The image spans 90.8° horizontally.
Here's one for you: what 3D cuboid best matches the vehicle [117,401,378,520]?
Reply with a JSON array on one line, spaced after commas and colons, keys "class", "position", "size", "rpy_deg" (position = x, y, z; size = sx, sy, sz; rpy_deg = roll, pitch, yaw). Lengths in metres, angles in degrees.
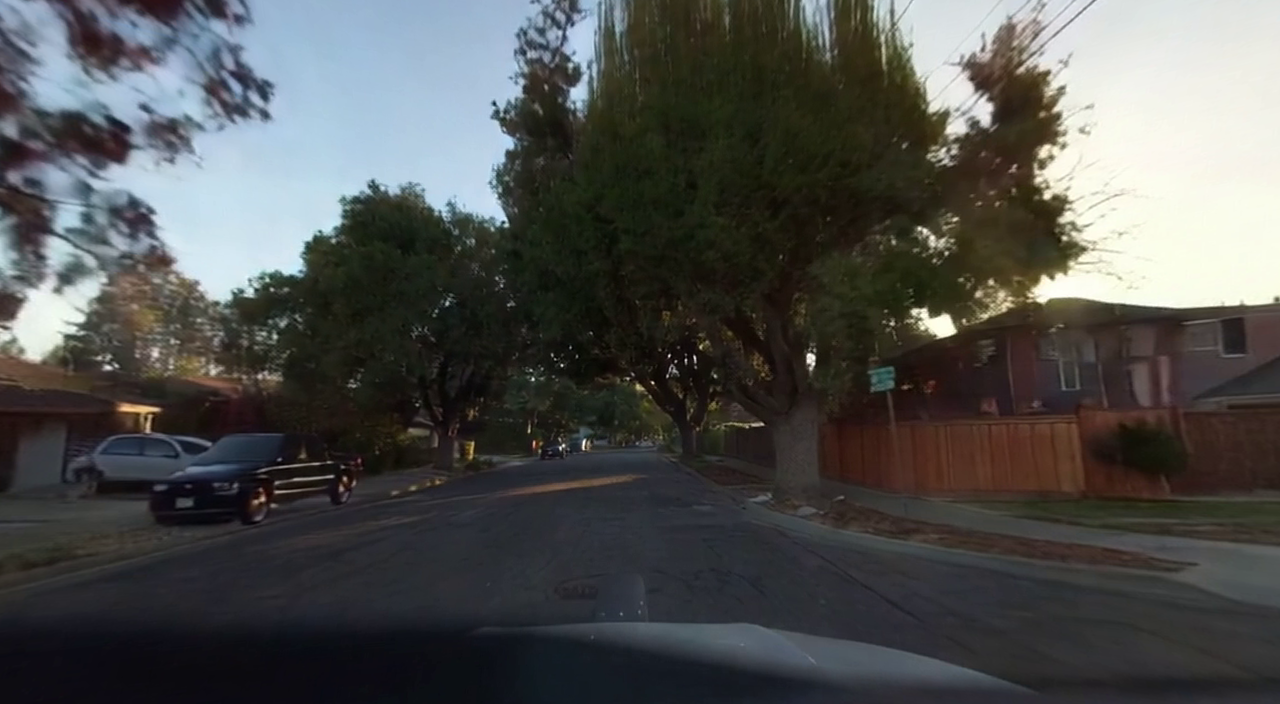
[{"class": "vehicle", "position": [-7.352, 2.148, 12.628], "size": [2.091, 1.912, 4.598], "rpy_deg": [0, -10, 2]}]
